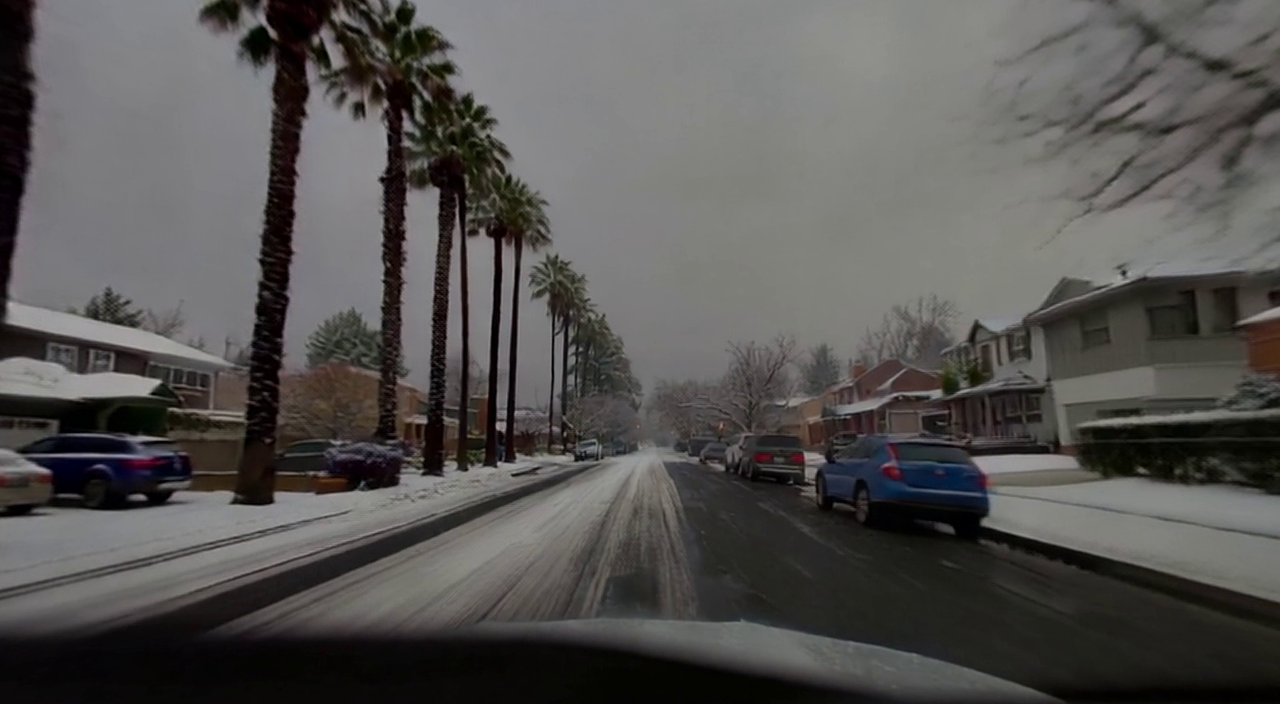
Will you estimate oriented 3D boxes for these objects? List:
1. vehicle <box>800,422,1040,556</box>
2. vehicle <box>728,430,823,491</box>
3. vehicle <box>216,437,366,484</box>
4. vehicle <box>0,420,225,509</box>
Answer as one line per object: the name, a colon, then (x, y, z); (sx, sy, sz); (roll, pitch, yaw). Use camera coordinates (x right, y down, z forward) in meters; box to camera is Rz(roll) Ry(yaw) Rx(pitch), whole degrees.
vehicle: (4.357, 2.172, 10.950); (1.971, 1.663, 5.076); (2, -8, 1)
vehicle: (4.356, 3.578, 21.243); (2.166, 1.766, 5.186); (0, -8, 2)
vehicle: (-12.961, 4.032, 23.676); (4.448, 1.679, 1.972); (0, -8, 2)
vehicle: (-13.233, 2.707, 15.486); (4.576, 1.977, 2.153); (0, -8, 3)
